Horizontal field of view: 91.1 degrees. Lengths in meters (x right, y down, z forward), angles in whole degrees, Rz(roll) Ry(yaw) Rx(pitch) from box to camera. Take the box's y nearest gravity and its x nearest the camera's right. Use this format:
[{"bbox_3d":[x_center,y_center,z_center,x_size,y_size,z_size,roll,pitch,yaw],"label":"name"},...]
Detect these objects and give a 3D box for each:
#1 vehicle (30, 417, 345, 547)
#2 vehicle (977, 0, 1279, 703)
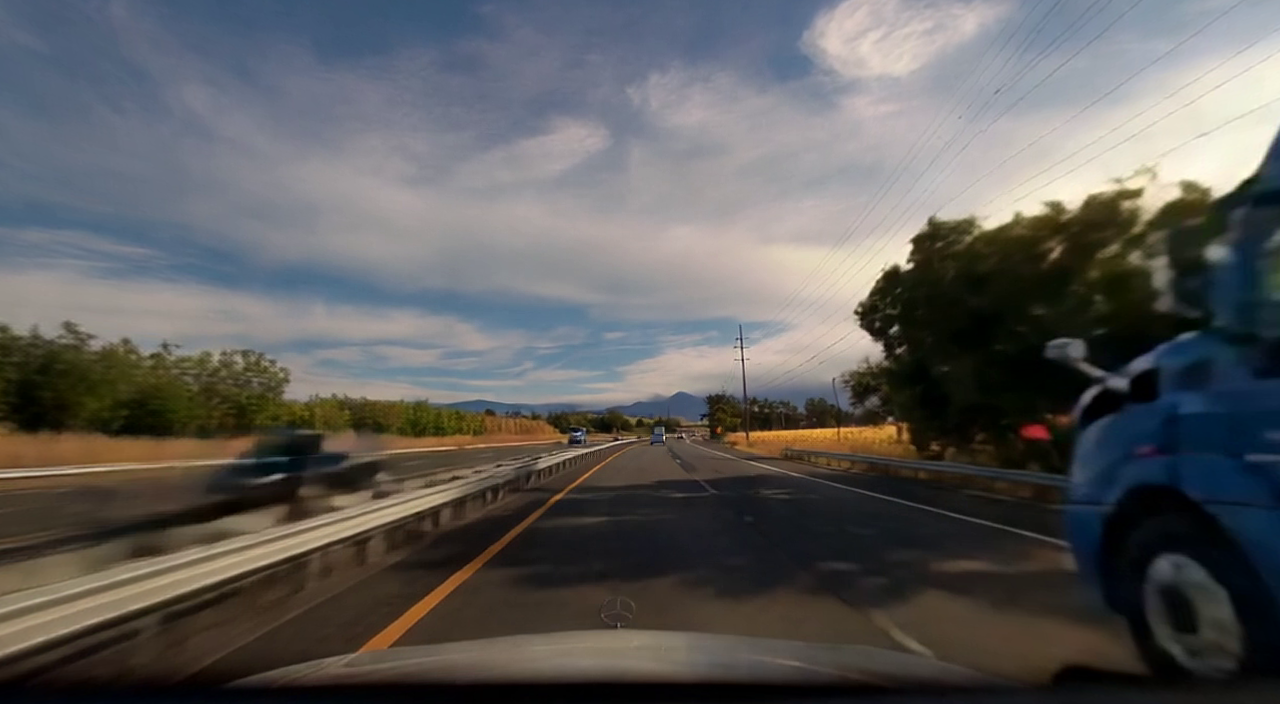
[{"bbox_3d":[-6.908,1.988,10.366,2.184,1.670,4.163,0,-8,-3],"label":"vehicle"},{"bbox_3d":[4.110,-0.367,1.467,2.979,4.151,6.405,0,-8,0],"label":"vehicle"}]
